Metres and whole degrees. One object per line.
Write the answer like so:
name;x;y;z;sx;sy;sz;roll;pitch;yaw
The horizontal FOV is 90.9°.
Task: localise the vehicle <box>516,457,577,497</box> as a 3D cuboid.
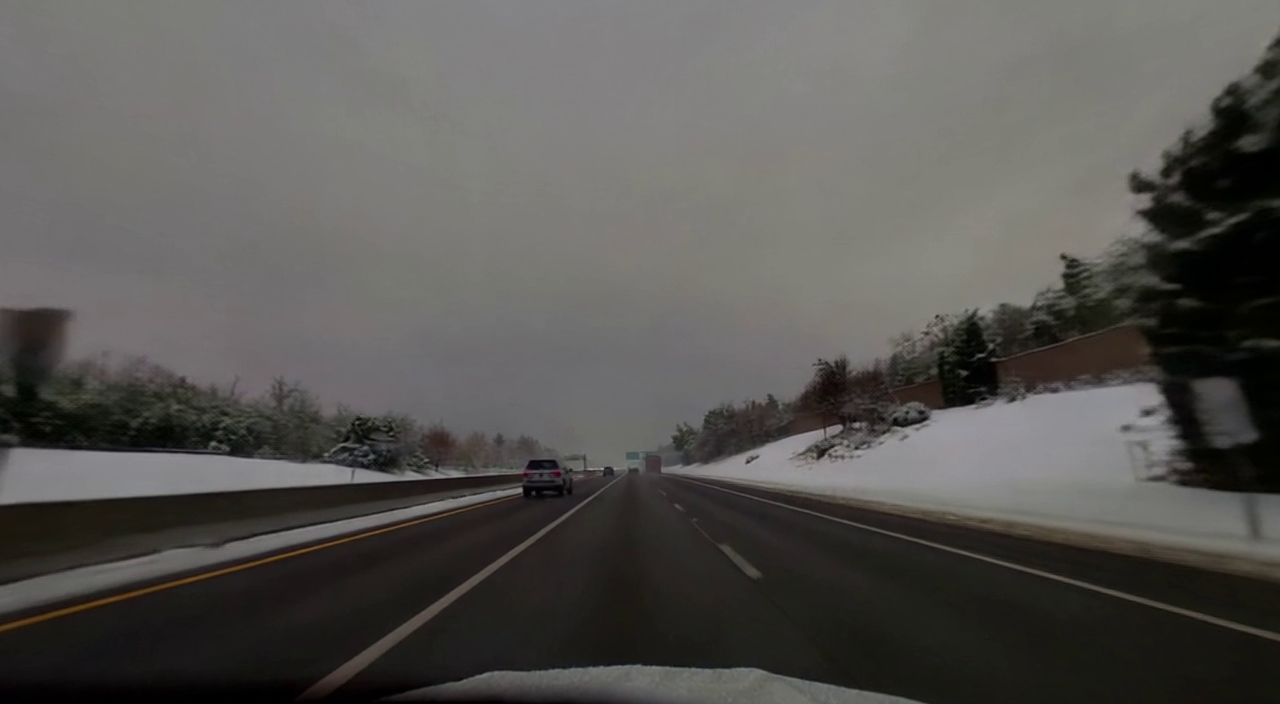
vehicle;-4.419;5.999;30.498;2.178;1.736;4.847;1;-10;0
